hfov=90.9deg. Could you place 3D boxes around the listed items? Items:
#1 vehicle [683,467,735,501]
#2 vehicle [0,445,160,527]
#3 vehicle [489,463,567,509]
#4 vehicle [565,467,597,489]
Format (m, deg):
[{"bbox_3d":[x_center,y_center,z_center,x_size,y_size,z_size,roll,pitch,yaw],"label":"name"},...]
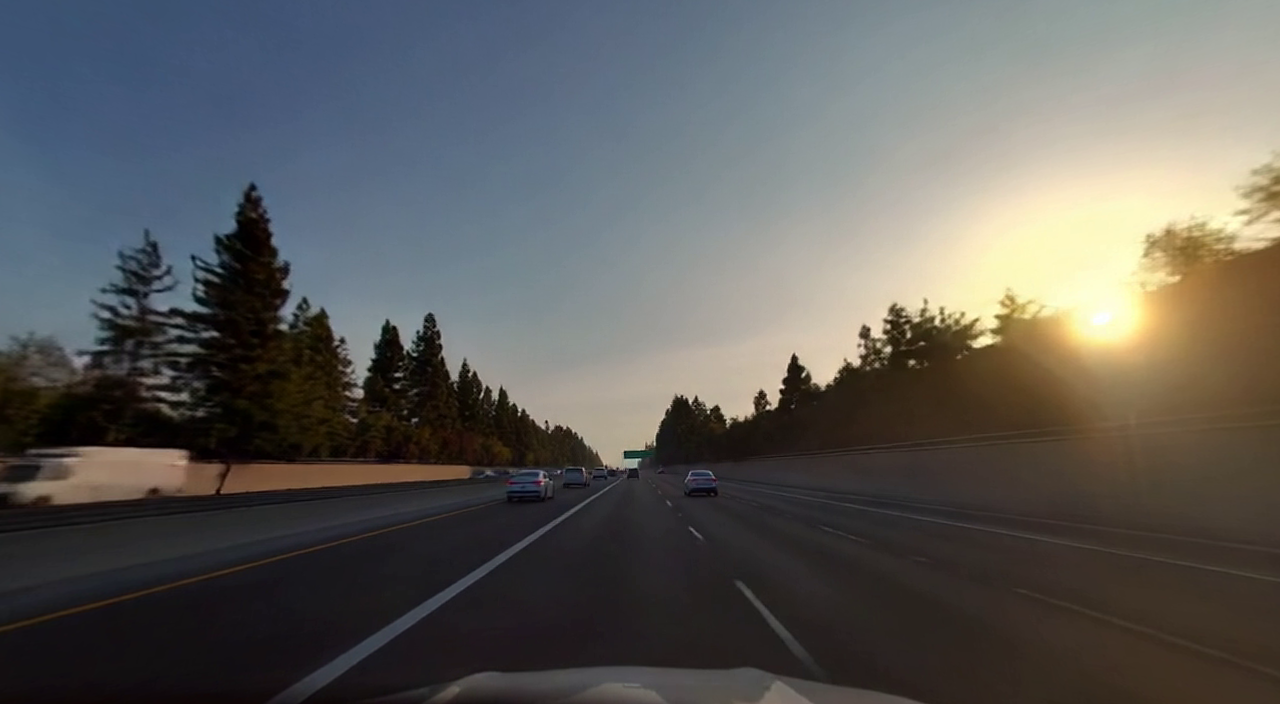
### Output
[{"bbox_3d":[3.294,6.394,30.712,1.981,1.516,4.109,1,-11,-1],"label":"vehicle"},{"bbox_3d":[-16.660,3.698,17.739,2.179,1.970,5.152,1,-11,0],"label":"vehicle"},{"bbox_3d":[-4.012,4.916,23.458,2.004,1.468,4.812,0,-11,0],"label":"vehicle"},{"bbox_3d":[-4.213,9.057,45.460,2.000,1.484,3.995,1,-11,-1],"label":"vehicle"}]
